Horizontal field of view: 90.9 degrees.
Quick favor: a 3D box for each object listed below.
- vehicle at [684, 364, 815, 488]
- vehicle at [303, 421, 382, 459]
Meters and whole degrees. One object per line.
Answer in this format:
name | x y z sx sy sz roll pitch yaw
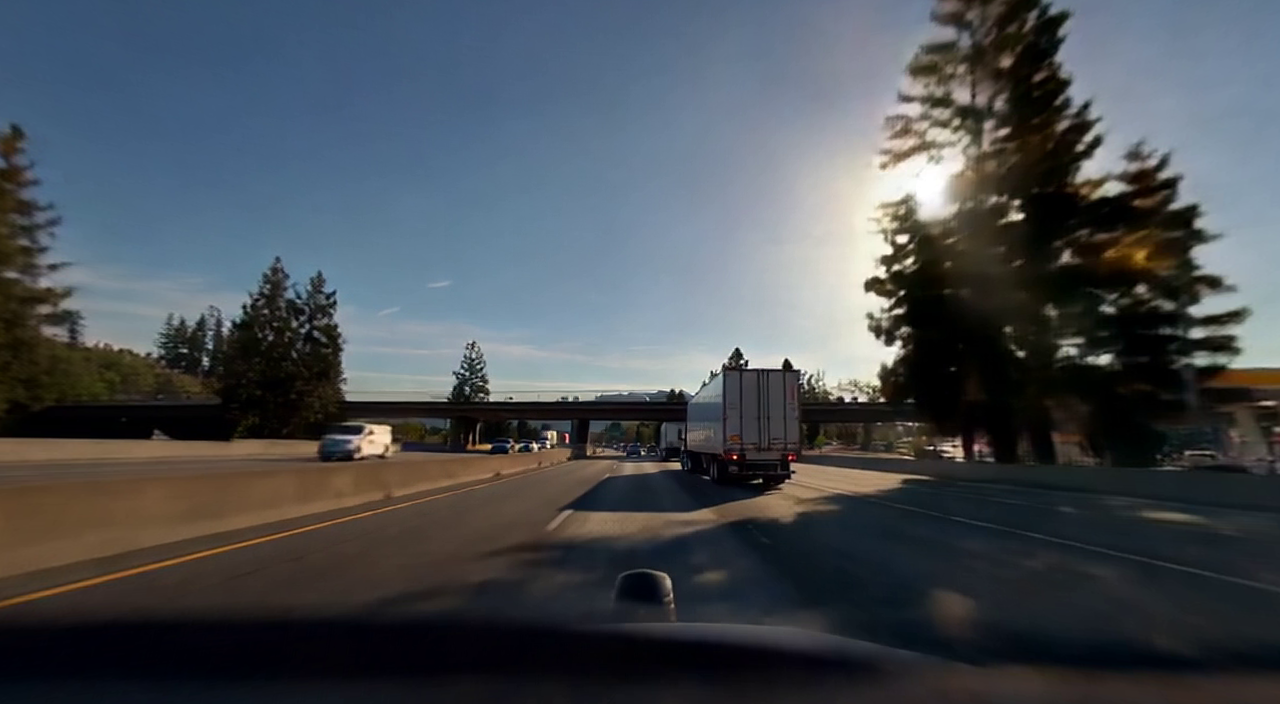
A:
vehicle | 4.009 3.429 27.339 2.922 3.987 14.038 0 -9 -1
vehicle | -15.847 4.764 33.864 1.970 1.864 4.662 0 -9 -1
